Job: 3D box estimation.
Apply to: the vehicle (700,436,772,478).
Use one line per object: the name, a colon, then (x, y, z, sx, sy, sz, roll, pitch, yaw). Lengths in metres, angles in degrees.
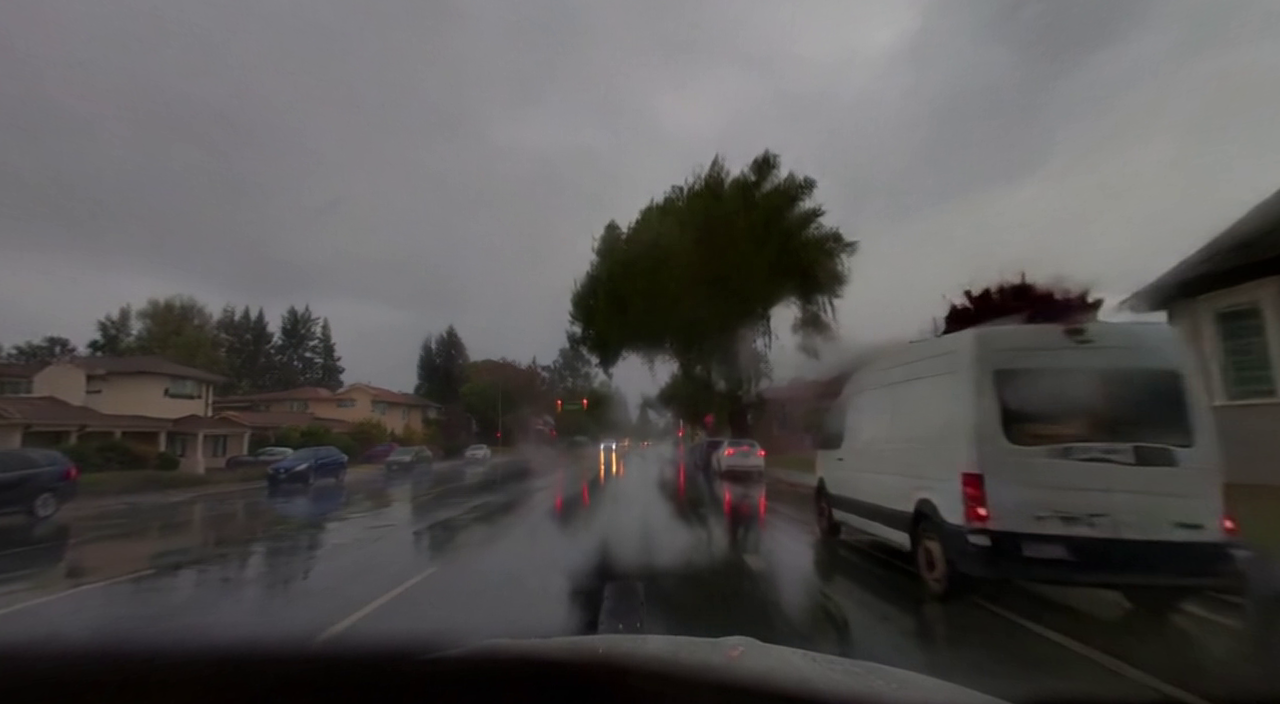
vehicle: (3.643, 4.074, 24.747, 1.956, 1.468, 4.524, 0, -8, -2)

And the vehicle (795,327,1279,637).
vehicle: (3.741, 1.287, 7.221, 2.521, 2.168, 5.478, 0, -8, 0)

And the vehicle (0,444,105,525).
vehicle: (-14.128, 2.689, 12.766, 2.045, 1.636, 5.214, 0, -8, 1)

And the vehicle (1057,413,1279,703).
vehicle: (3.872, 0.870, 1.871, 1.994, 1.450, 4.662, 0, -8, -2)

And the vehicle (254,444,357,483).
vehicle: (-14.448, 4.792, 27.671, 1.923, 1.535, 4.862, 0, -8, -1)
